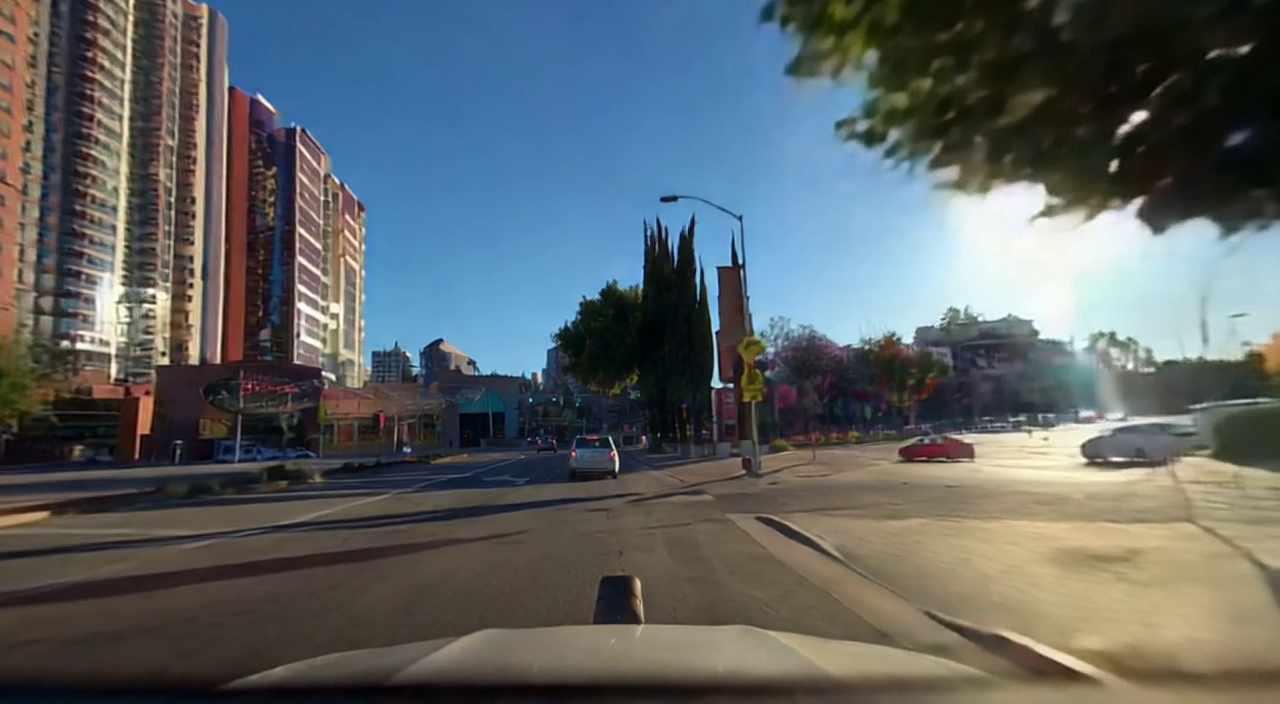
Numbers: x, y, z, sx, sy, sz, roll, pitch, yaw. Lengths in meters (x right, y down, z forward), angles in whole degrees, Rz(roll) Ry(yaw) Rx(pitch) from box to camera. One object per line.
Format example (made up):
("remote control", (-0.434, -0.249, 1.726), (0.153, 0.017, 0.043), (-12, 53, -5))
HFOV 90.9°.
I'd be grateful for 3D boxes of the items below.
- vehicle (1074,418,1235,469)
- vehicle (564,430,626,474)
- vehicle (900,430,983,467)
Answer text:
("vehicle", (21.610, 3.869, 26.825), (2.159, 1.942, 4.932), (2, -8, -11))
("vehicle", (-1.789, 3.924, 24.885), (2.231, 1.572, 4.227), (1, -8, -5))
("vehicle", (17.827, 5.797, 37.570), (1.932, 1.762, 4.835), (1, -13, -9))
